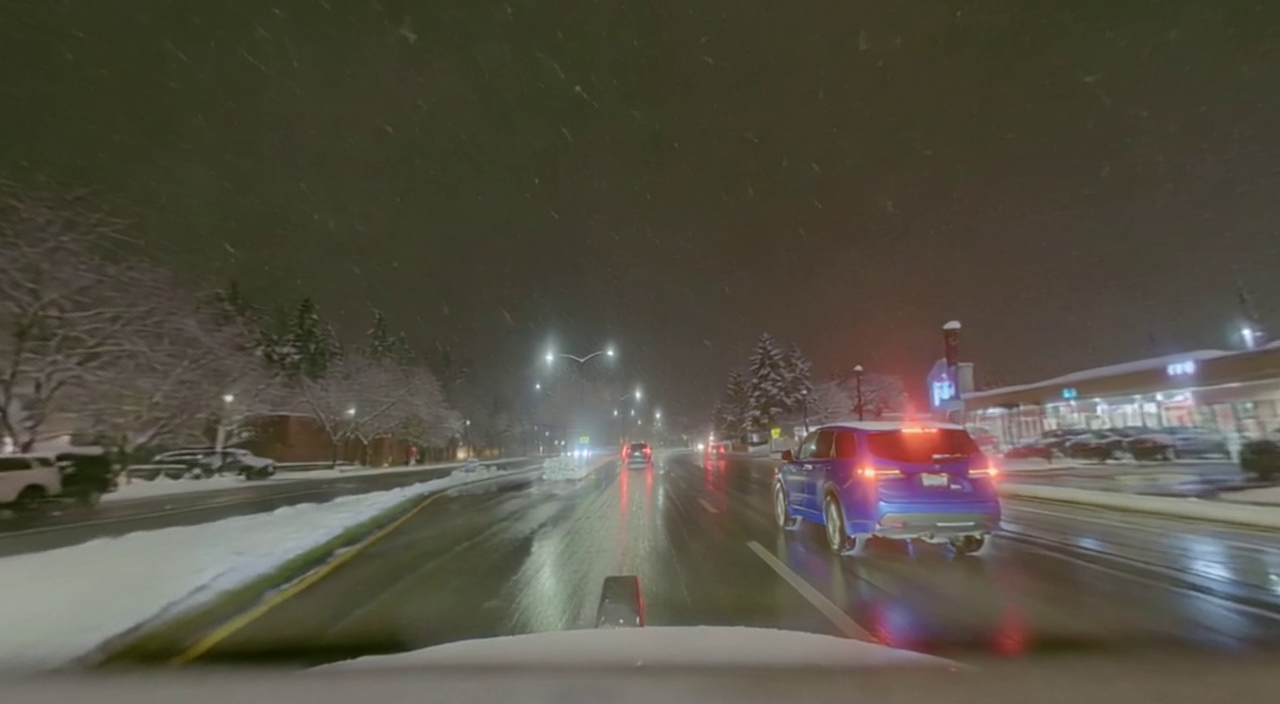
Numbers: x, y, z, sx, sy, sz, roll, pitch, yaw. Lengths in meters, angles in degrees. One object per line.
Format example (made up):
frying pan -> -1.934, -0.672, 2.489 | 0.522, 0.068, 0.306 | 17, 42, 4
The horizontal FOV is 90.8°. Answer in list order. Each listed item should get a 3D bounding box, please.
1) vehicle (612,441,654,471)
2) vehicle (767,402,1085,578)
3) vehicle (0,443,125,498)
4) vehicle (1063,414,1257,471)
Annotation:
vehicle -> -0.345, 5.551, 33.795 | 2.126, 1.475, 3.967 | 0, -8, 0
vehicle -> 3.250, 1.673, 8.443 | 2.110, 1.698, 4.397 | 0, -8, -1
vehicle -> -24.889, 4.859, 26.122 | 5.094, 2.044, 2.197 | -1, -7, -3
vehicle -> 20.031, 3.538, 24.613 | 5.115, 1.990, 2.518 | -2, -9, 5
